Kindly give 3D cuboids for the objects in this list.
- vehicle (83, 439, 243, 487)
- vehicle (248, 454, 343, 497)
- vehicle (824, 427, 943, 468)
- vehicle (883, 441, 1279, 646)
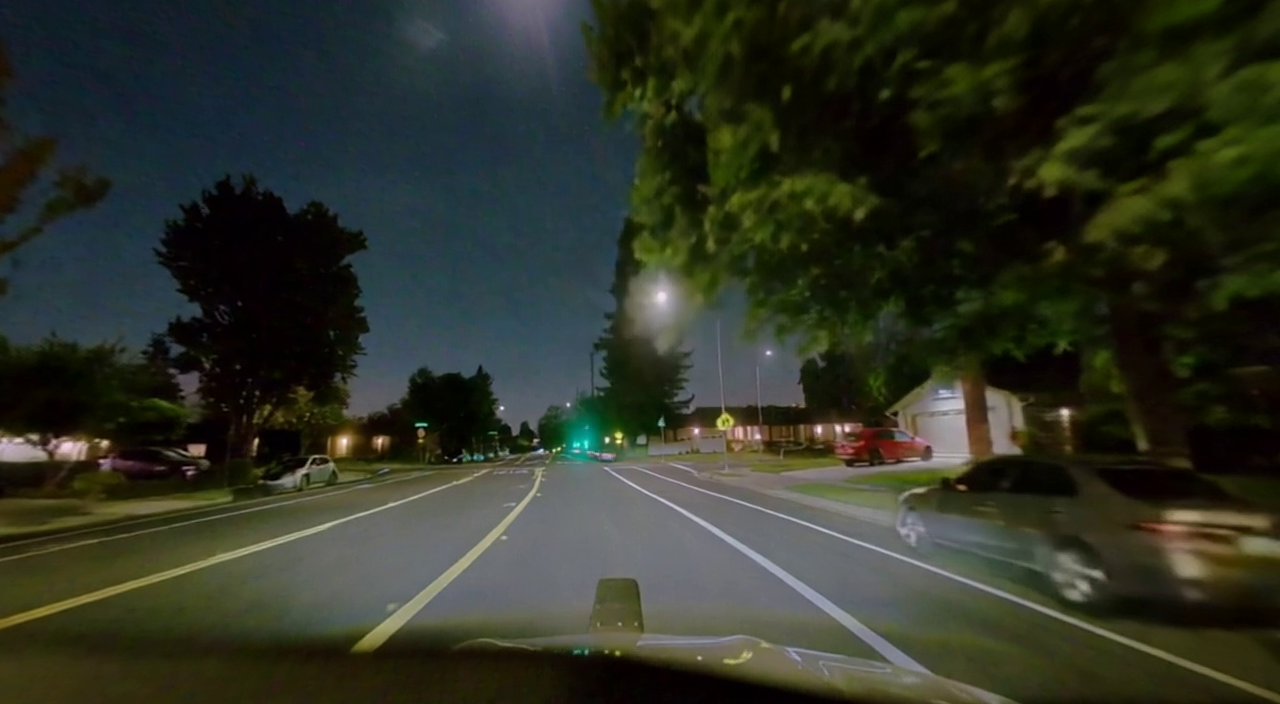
[{"bbox_3d":[-21.938,5.137,29.278,5.560,1.892,2.099,-1,-9,-4],"label":"vehicle"},{"bbox_3d":[-13.753,4.927,25.536,1.870,1.451,4.140,0,-8,-6],"label":"vehicle"},{"bbox_3d":[10.198,4.006,26.542,4.216,1.634,1.999,2,-9,-17],"label":"vehicle"},{"bbox_3d":[4.517,1.697,6.684,2.029,1.449,4.028,1,-9,-5],"label":"vehicle"}]
